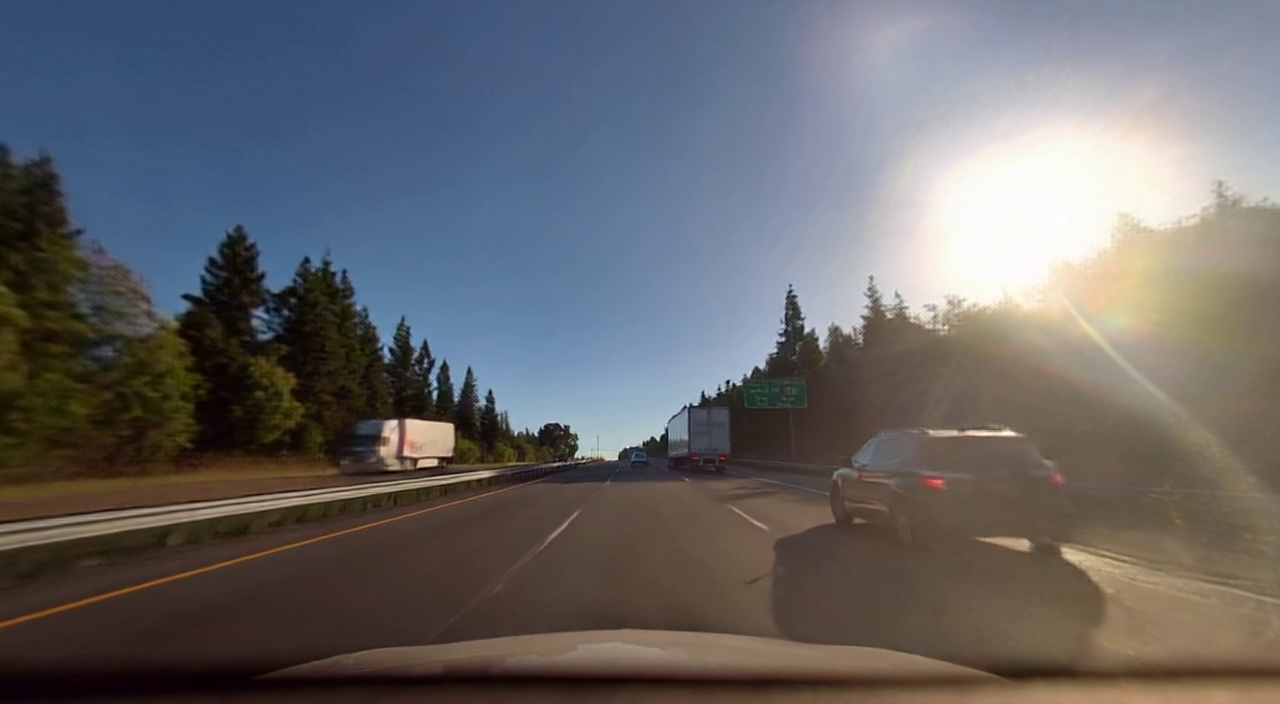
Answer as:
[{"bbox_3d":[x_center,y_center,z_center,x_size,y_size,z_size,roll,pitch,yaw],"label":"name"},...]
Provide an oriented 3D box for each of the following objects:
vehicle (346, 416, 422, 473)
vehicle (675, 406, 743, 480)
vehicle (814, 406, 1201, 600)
[{"bbox_3d":[-18.986,6.908,47.160,2.947,3.912,5.781,1,-9,1],"label":"vehicle"},{"bbox_3d":[4.085,5.779,39.801,3.117,3.971,10.593,1,-9,0],"label":"vehicle"},{"bbox_3d":[3.761,1.625,7.592,2.096,1.653,4.185,0,-9,0],"label":"vehicle"}]
